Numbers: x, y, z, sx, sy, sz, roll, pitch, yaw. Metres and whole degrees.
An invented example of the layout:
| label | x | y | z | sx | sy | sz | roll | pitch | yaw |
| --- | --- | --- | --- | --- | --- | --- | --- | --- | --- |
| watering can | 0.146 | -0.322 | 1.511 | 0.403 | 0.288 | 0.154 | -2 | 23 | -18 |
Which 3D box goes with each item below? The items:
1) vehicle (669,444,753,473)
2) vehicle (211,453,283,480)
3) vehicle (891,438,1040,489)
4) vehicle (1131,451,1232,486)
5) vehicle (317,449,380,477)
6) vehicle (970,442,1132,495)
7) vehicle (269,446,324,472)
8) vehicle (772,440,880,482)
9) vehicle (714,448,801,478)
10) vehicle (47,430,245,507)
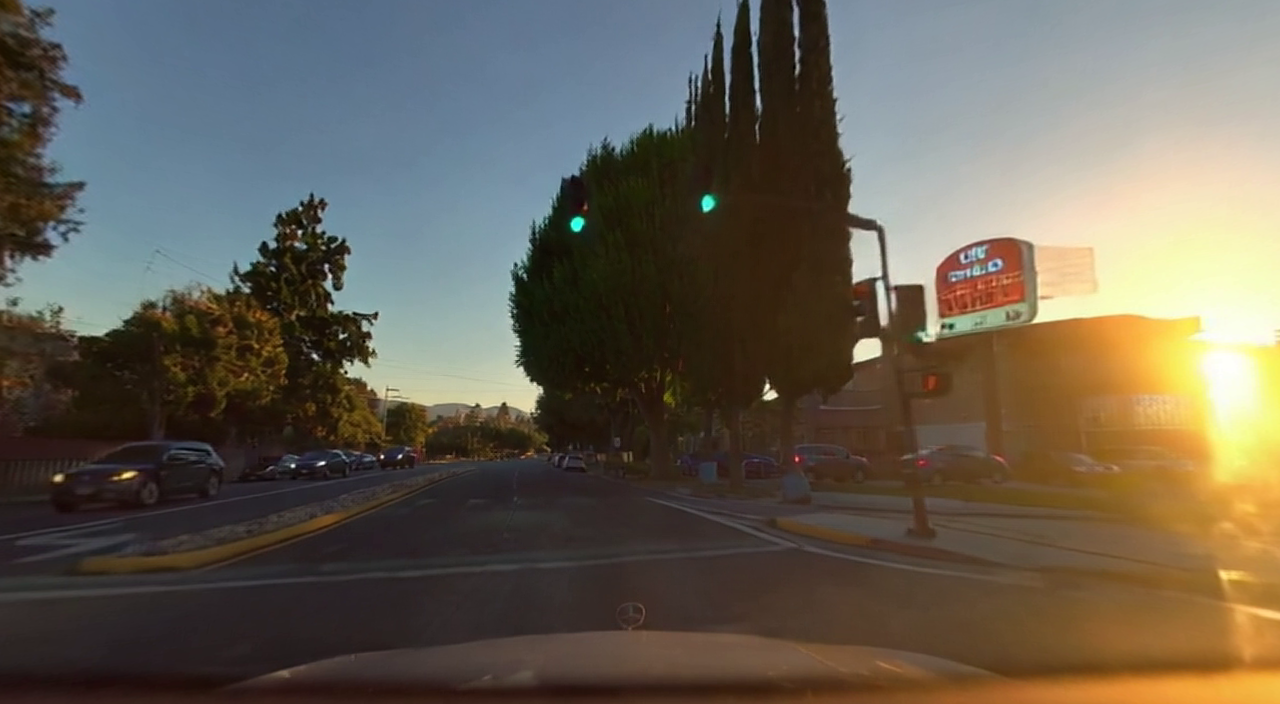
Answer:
| label | x | y | z | sx | sy | sz | roll | pitch | yaw |
| --- | --- | --- | --- | --- | --- | --- | --- | --- | --- |
| vehicle | 4.420 | 6.706 | 39.747 | 4.843 | 1.748 | 1.985 | 2 | -9 | -14 |
| vehicle | -23.917 | 6.953 | 38.542 | 2.019 | 1.471 | 4.600 | 2 | -9 | -9 |
| vehicle | 12.729 | 4.306 | 24.657 | 5.314 | 1.829 | 2.018 | 3 | -9 | -20 |
| vehicle | 24.840 | 5.286 | 28.904 | 4.324 | 1.437 | 1.865 | 4 | -10 | -26 |
| vehicle | -16.200 | 6.175 | 35.255 | 1.951 | 1.436 | 4.624 | 1 | -9 | -9 |
| vehicle | 14.118 | 3.972 | 21.788 | 4.375 | 1.685 | 2.045 | 2 | -9 | -11 |
| vehicle | -25.242 | 7.843 | 46.524 | 1.882 | 1.706 | 4.938 | 0 | -7 | -8 |
| vehicle | 8.461 | 4.920 | 28.641 | 4.669 | 1.770 | 1.896 | 5 | -10 | -28 |
| vehicle | 6.275 | 5.912 | 33.749 | 4.257 | 1.474 | 1.751 | 3 | -9 | -17 |
| vehicle | -13.602 | 3.222 | 17.931 | 2.049 | 1.817 | 5.292 | 2 | -9 | -10 |
